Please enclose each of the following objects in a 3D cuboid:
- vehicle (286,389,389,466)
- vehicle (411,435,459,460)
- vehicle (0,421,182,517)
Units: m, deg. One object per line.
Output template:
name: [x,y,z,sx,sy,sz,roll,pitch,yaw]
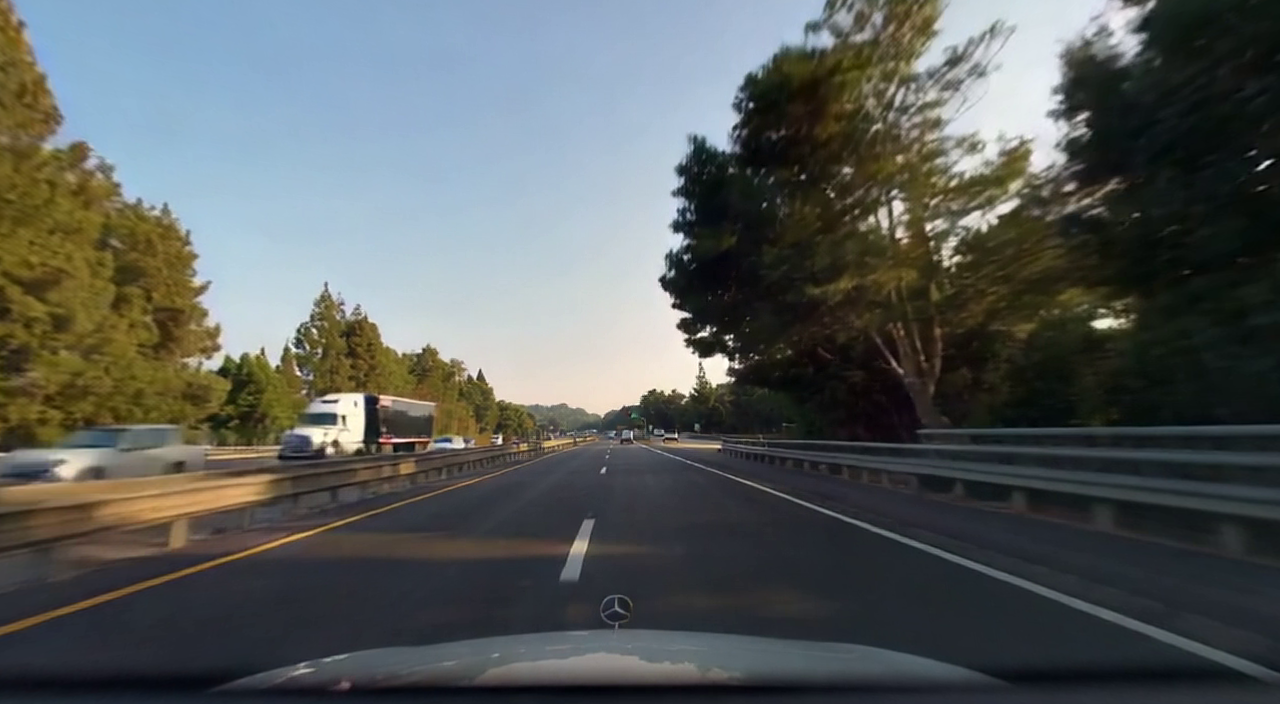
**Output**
vehicle: [-17.031,4.342,36.046,3.009,4.008,5.931,0,-8,-3]
vehicle: [-12.484,5.790,38.505,1.796,1.446,3.689,0,-8,-2]
vehicle: [-12.004,2.324,13.100,1.913,1.675,4.147,0,-8,-2]
